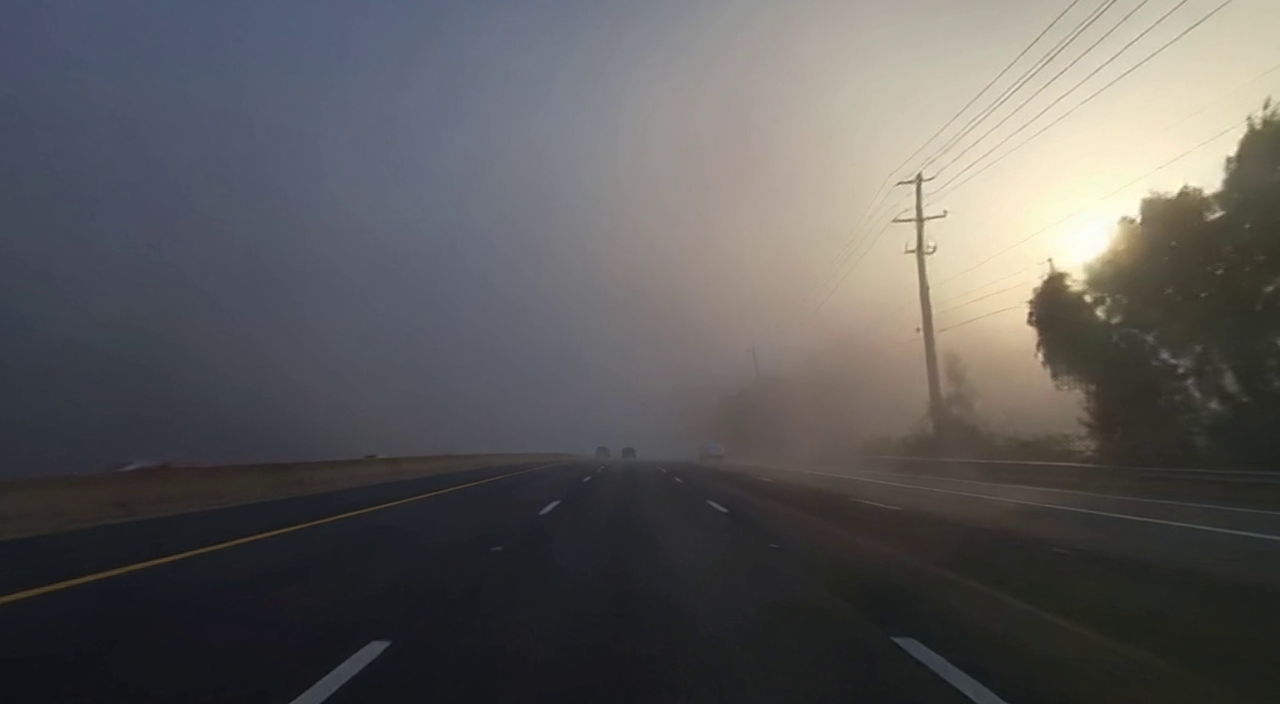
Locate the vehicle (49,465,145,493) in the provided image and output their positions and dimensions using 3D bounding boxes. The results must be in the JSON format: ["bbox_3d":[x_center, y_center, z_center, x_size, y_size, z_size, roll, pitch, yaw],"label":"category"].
[{"bbox_3d":[-32.815,7.661,38.355,1.889,1.485,4.477,0,-8,-1],"label":"vehicle"}]
